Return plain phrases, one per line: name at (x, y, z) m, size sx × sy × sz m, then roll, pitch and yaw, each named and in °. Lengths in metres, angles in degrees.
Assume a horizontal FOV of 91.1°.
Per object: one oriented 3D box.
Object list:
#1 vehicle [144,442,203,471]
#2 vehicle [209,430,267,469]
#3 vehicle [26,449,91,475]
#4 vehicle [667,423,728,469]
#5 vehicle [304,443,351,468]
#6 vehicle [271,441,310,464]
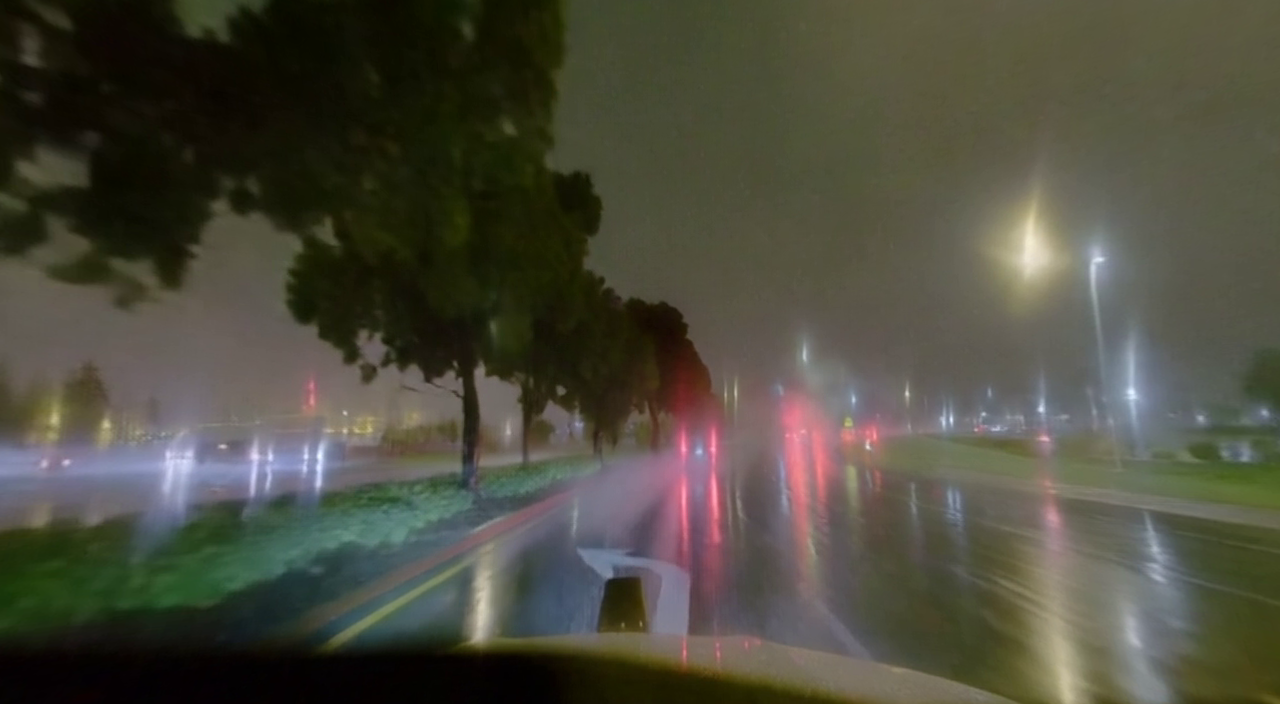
vehicle at (-30.897, 6.897, 41.717) m, size 2.123 × 1.834 × 4.749 m, roll 4°, pitch -9°, yaw -25°
vehicle at (-28.538, 6.859, 44.715) m, size 2.346 × 2.341 × 5.455 m, roll 0°, pitch -6°, yaw -21°
vehicle at (-35.794, 6.752, 38.737) m, size 1.983 × 1.491 × 4.333 m, roll 5°, pitch -10°, yaw -31°
vehicle at (2.802, 4.387, 29.325) m, size 2.371 × 1.926 × 5.615 m, roll -1°, pitch -9°, yaw 9°
vehicle at (-21.080, 6.964, 42.496) m, size 2.058 × 1.580 × 4.134 m, roll 2°, pitch -9°, yaw -16°
vehicle at (-25.795, 7.399, 46.394) m, size 1.916 × 1.563 × 3.941 m, roll 3°, pitch -9°, yaw -21°
